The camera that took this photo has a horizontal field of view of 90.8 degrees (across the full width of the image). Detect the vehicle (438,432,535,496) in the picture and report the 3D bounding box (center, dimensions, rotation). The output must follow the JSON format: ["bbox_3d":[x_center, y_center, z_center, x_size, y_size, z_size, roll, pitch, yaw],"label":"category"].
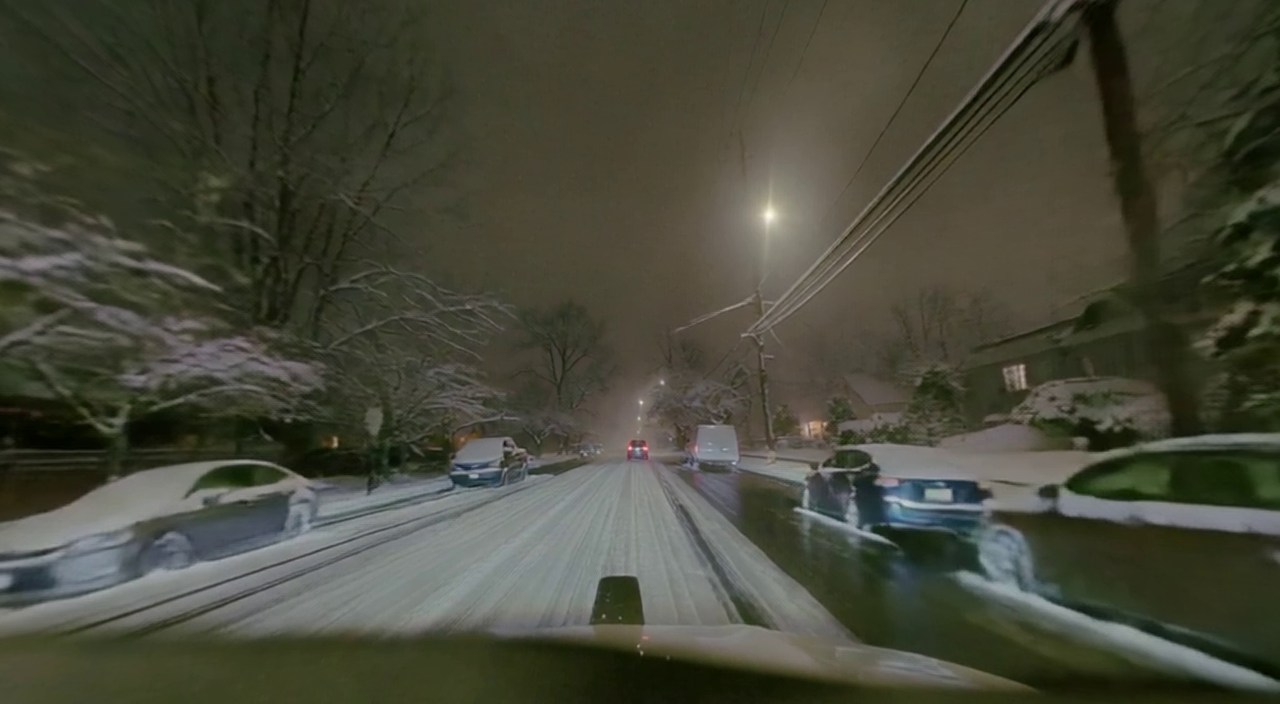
[{"bbox_3d":[-5.951,4.345,25.397,2.284,2.119,5.984,-3,-7,1],"label":"vehicle"}]

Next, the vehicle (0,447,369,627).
[{"bbox_3d":[-6.015,2.203,8.830,2.094,1.433,5.740,-3,-7,-2],"label":"vehicle"}]

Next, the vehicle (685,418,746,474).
[{"bbox_3d":[3.973,5.150,34.672,2.384,2.791,5.899,0,-9,-2],"label":"vehicle"}]

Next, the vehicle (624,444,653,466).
[{"bbox_3d":[-0.155,7.738,47.688,2.062,1.509,4.305,0,-8,-1],"label":"vehicle"}]

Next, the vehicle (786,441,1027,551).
[{"bbox_3d":[3.983,2.195,10.444,1.879,1.395,4.374,0,-8,-3],"label":"vehicle"}]

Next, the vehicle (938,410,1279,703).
[{"bbox_3d":[4.016,1.162,3.600,2.144,1.572,5.026,0,-9,0],"label":"vehicle"}]
